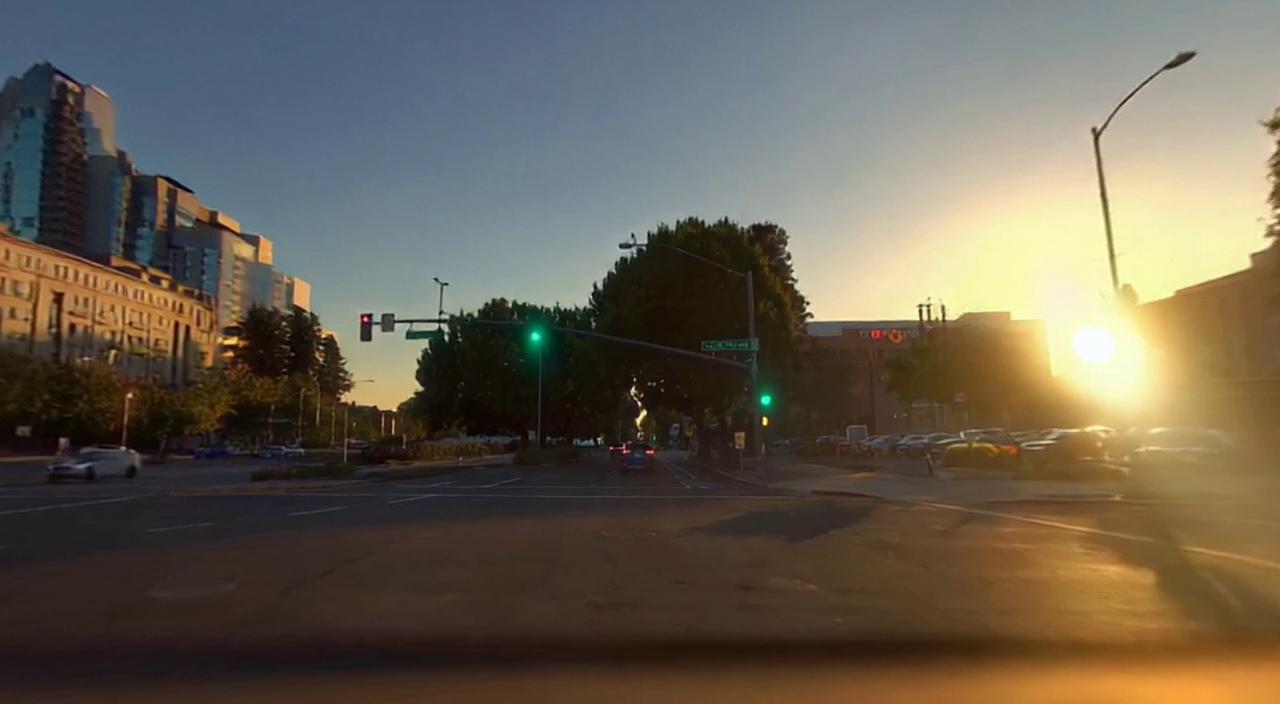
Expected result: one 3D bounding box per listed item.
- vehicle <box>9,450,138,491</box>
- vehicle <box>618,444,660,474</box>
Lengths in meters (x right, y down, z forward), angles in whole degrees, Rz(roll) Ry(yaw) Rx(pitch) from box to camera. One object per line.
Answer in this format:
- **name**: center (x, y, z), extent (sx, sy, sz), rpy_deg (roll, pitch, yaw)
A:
- **vehicle**: center (-26.935, 5.612, 30.279), extent (1.969, 1.693, 4.461), rpy_deg (-1, -8, 1)
- **vehicle**: center (-0.030, 5.632, 33.460), extent (2.115, 1.461, 3.976), rpy_deg (0, -8, 1)
